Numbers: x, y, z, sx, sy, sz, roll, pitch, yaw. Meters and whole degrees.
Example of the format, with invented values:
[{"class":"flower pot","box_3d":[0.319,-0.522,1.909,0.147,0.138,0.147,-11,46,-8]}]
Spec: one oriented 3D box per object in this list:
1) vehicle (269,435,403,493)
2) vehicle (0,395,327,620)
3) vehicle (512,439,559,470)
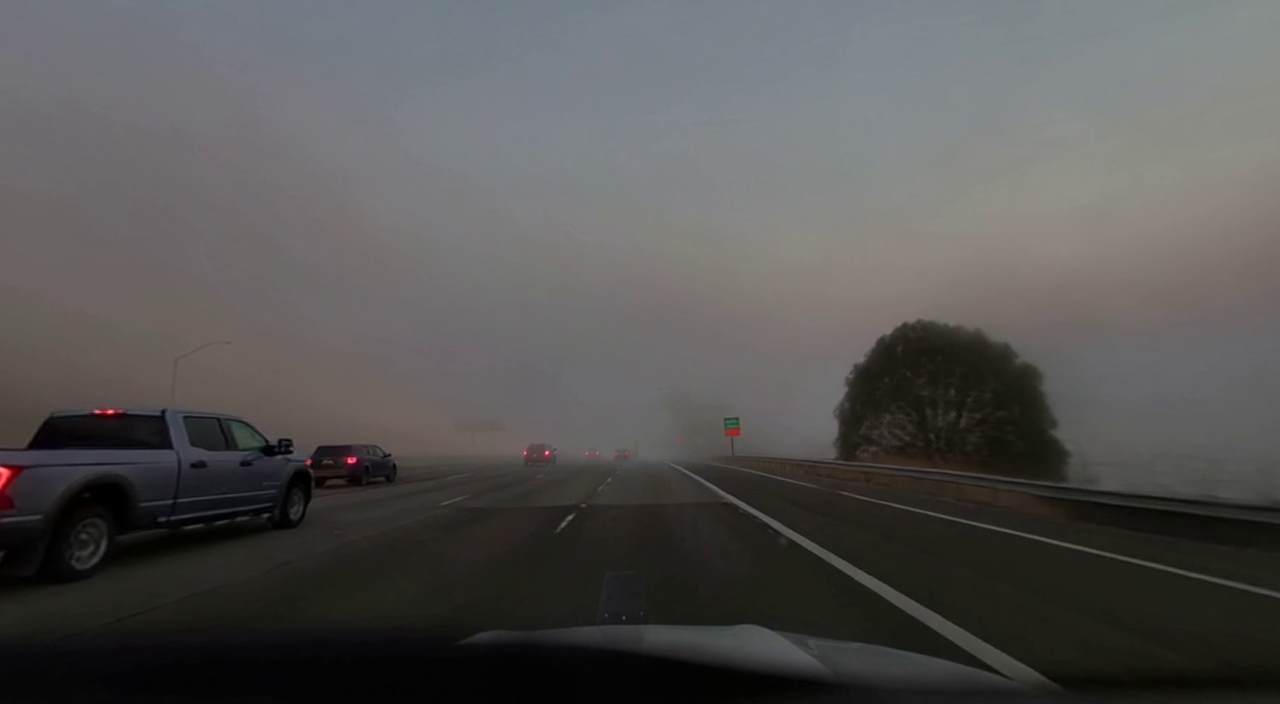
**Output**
[{"class":"vehicle","box_3d":[-9.665,3.592,20.573,2.060,1.662,4.469,0,-8,1]},{"class":"vehicle","box_3d":[-6.278,1.527,6.993,2.403,1.773,6.276,0,-8,0]},{"class":"vehicle","box_3d":[-6.145,6.086,37.598,2.009,1.735,4.358,0,-8,1]}]
